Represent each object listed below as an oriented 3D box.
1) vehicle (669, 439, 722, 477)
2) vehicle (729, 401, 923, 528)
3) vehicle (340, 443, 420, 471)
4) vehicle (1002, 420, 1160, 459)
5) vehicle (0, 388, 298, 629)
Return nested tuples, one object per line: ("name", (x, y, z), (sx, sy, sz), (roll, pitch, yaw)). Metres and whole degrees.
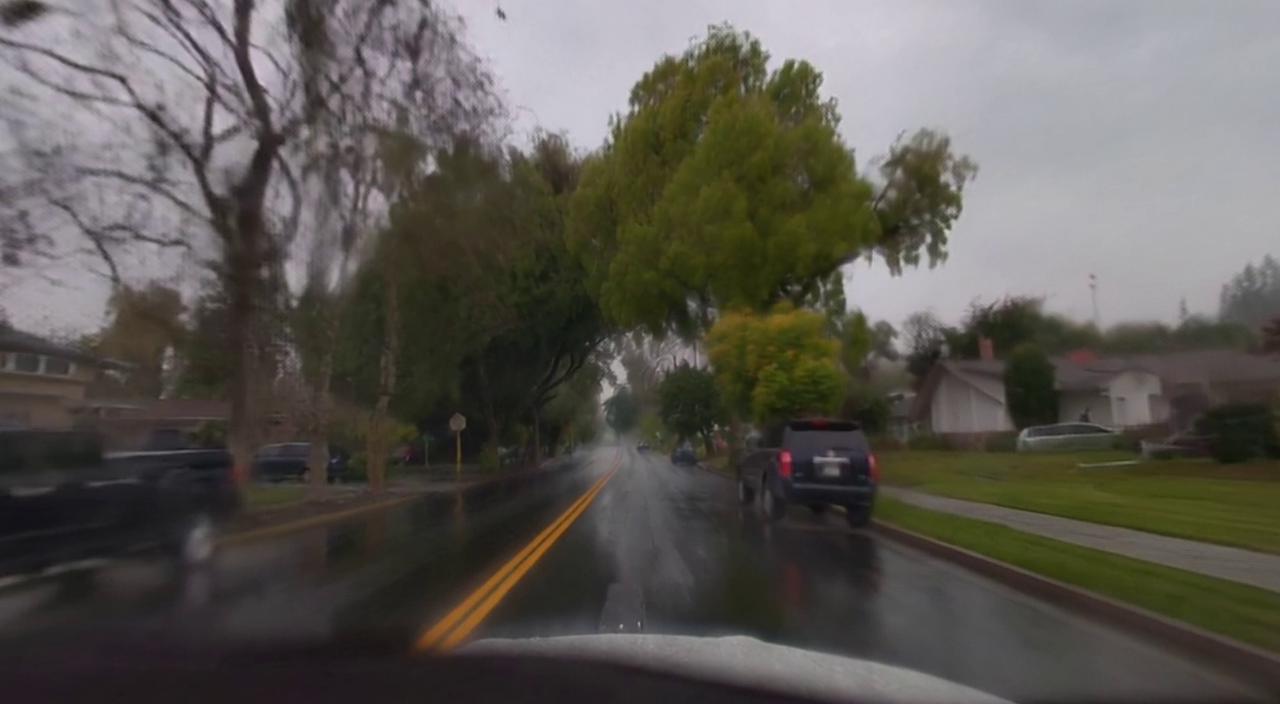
("vehicle", (2.539, 5.023, 30.201), (1.988, 1.618, 4.567), (-1, -8, -2))
("vehicle", (2.878, 1.870, 10.975), (2.007, 1.702, 4.430), (-1, -8, 0))
("vehicle", (-16.959, 6.826, 41.349), (4.331, 1.738, 2.067), (0, -8, 0))
("vehicle", (16.892, 3.384, 24.401), (4.560, 1.350, 1.882), (-2, -7, 4))
("vehicle", (-5.885, 1.401, 6.003), (2.102, 1.801, 5.574), (-1, -9, 1))
